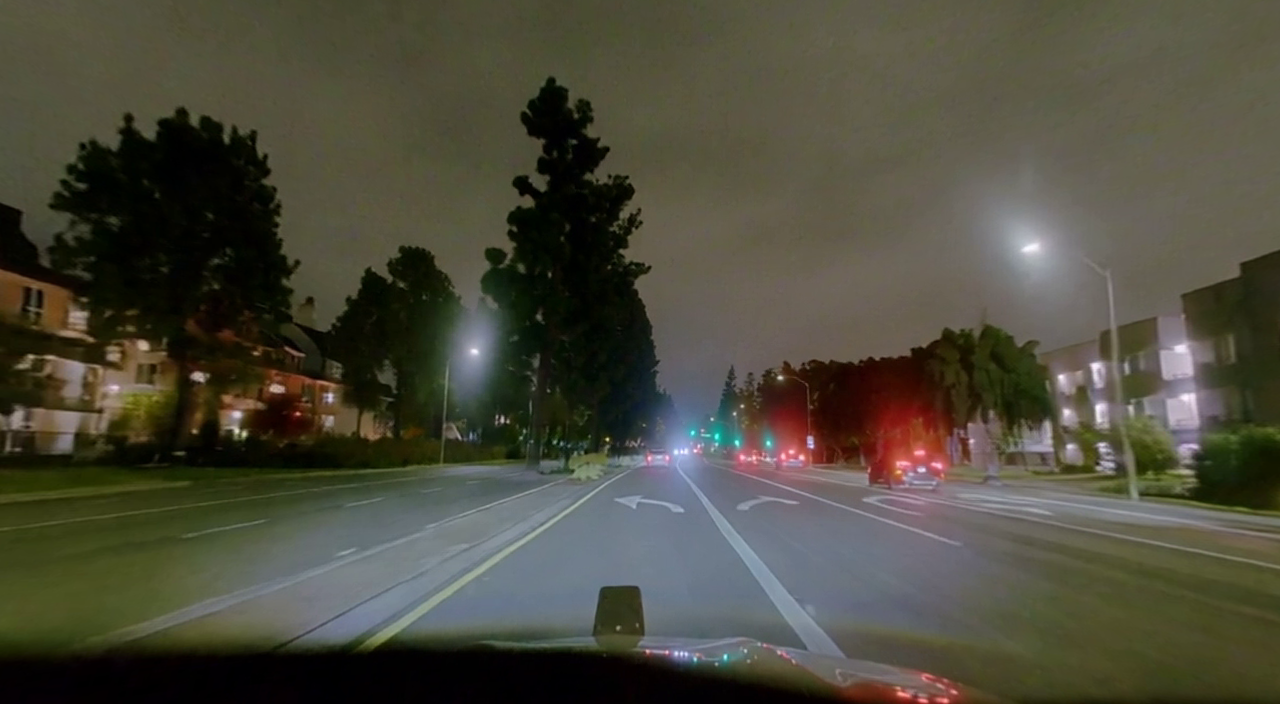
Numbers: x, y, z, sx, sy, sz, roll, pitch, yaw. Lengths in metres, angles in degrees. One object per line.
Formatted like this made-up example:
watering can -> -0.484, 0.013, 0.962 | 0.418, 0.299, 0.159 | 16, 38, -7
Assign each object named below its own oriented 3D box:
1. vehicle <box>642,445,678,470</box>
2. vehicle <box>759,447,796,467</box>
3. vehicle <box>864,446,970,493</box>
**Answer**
vehicle -> 1.206, 6.498, 39.187 | 2.077, 1.477, 3.897 | 0, -8, 1
vehicle -> 10.542, 8.049, 48.743 | 1.888, 1.472, 4.350 | 0, -8, 0
vehicle -> 9.634, 4.089, 22.373 | 2.020, 1.472, 3.958 | 0, -8, 1
